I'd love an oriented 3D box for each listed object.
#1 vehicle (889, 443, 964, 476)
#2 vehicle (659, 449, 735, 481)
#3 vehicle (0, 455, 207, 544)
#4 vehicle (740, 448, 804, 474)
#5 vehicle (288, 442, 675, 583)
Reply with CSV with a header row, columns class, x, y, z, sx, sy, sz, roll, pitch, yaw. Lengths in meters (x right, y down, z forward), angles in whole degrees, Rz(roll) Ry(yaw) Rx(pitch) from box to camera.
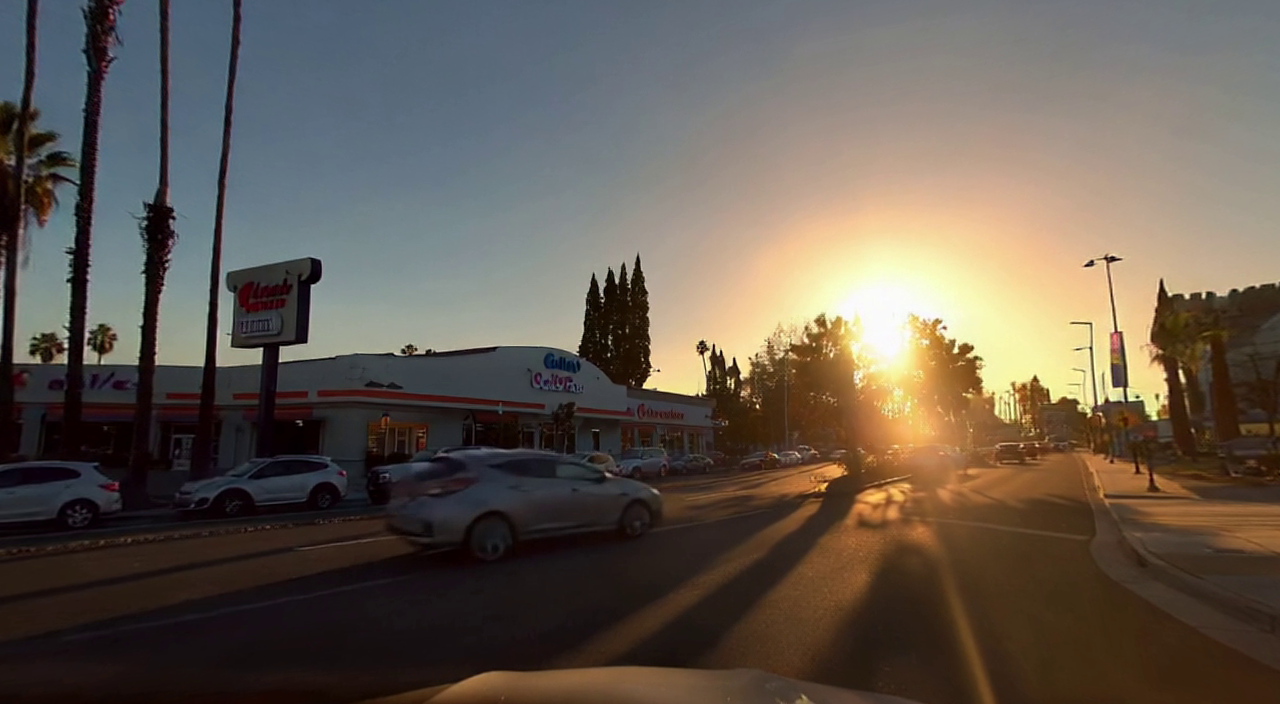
class,x,y,z,sx,sy,sz,roll,pitch,yaw
vehicle,14.586,5.371,31.891,2.232,1.513,5.090,-6,-11,37
vehicle,2.863,5.492,30.847,1.776,1.448,4.137,-6,-11,37
vehicle,-11.439,2.740,12.019,1.854,1.482,4.756,-6,-11,37
vehicle,8.038,6.537,38.052,1.981,1.493,4.721,-6,-11,36
vehicle,-2.020,2.056,9.083,4.918,1.461,2.139,7,-11,-40
